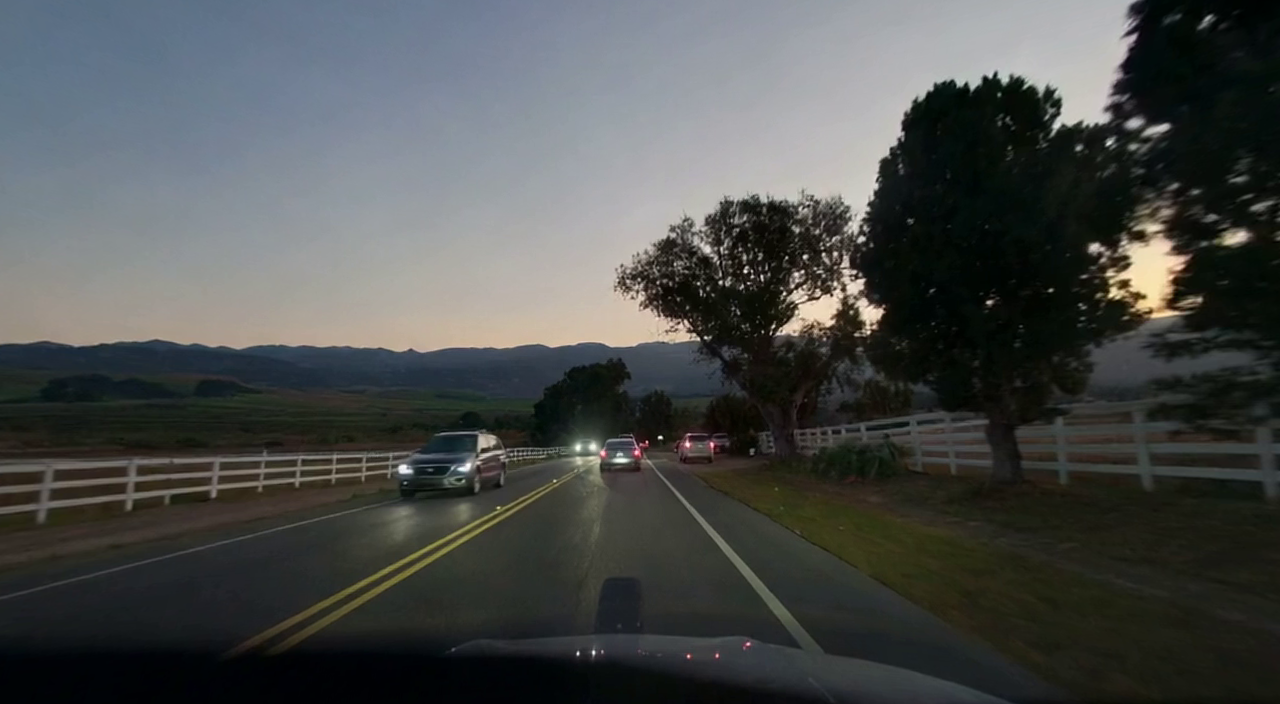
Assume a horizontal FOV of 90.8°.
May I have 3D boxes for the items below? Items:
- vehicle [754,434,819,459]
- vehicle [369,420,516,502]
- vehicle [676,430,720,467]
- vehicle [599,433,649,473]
[{"bbox_3d":[9.605,6.264,41.848,1.975,1.545,4.333,3,-9,-22],"label":"vehicle"},{"bbox_3d":[-5.235,3.005,17.785,2.307,1.907,5.571,0,-8,0],"label":"vehicle"},{"bbox_3d":[3.411,5.601,36.736,2.348,1.969,5.269,-1,-9,6],"label":"vehicle"},{"bbox_3d":[-0.703,4.615,29.033,2.158,1.669,4.006,0,-9,0],"label":"vehicle"}]
